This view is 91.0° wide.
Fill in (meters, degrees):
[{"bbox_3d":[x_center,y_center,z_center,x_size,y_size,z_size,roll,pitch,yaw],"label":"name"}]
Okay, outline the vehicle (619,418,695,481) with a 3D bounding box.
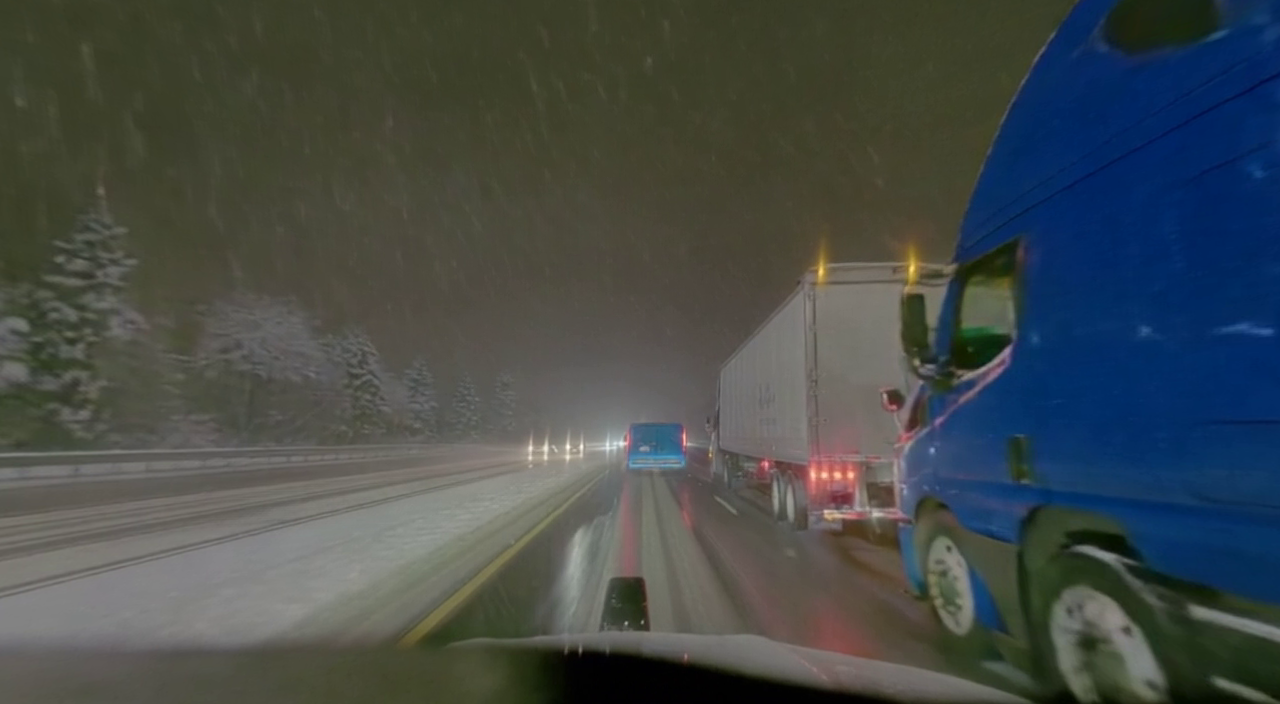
[{"bbox_3d":[0.618,3.540,23.028,2.469,2.027,4.554,0,-8,2],"label":"vehicle"}]
